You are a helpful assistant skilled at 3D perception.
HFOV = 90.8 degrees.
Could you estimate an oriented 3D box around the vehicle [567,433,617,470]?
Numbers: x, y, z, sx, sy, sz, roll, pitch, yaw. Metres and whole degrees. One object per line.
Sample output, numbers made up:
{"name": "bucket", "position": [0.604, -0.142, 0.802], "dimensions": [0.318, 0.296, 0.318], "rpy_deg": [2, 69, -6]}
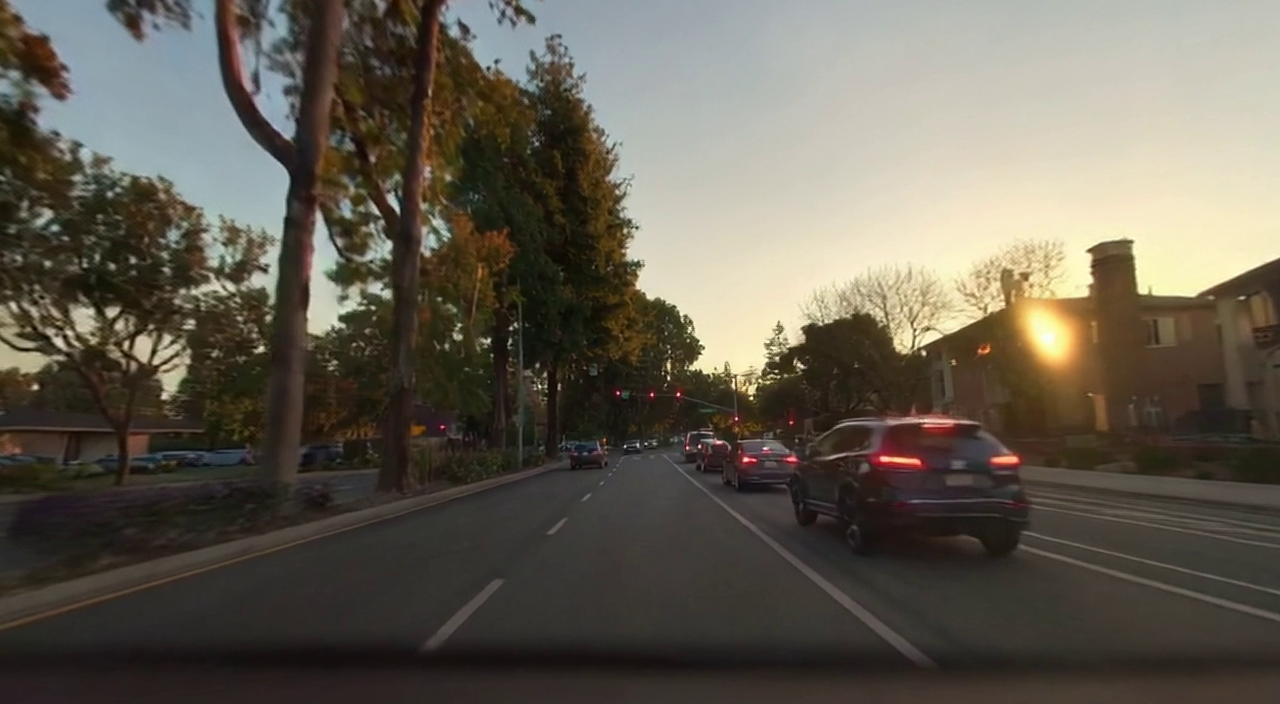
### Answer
{"name": "vehicle", "position": [-2.364, 5.027, 32.072], "dimensions": [2.083, 1.691, 4.398], "rpy_deg": [0, -8, 1]}

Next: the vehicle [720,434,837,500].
{"name": "vehicle", "position": [3.348, 2.878, 16.221], "dimensions": [2.009, 1.436, 4.258], "rpy_deg": [0, -8, 0]}

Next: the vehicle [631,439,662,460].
{"name": "vehicle", "position": [0.517, 7.160, 46.368], "dimensions": [2.120, 1.428, 3.890], "rpy_deg": [0, -8, 2]}

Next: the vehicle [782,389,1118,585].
{"name": "vehicle", "position": [3.334, 1.558, 8.059], "dimensions": [1.985, 1.772, 4.479], "rpy_deg": [0, -8, 0]}
